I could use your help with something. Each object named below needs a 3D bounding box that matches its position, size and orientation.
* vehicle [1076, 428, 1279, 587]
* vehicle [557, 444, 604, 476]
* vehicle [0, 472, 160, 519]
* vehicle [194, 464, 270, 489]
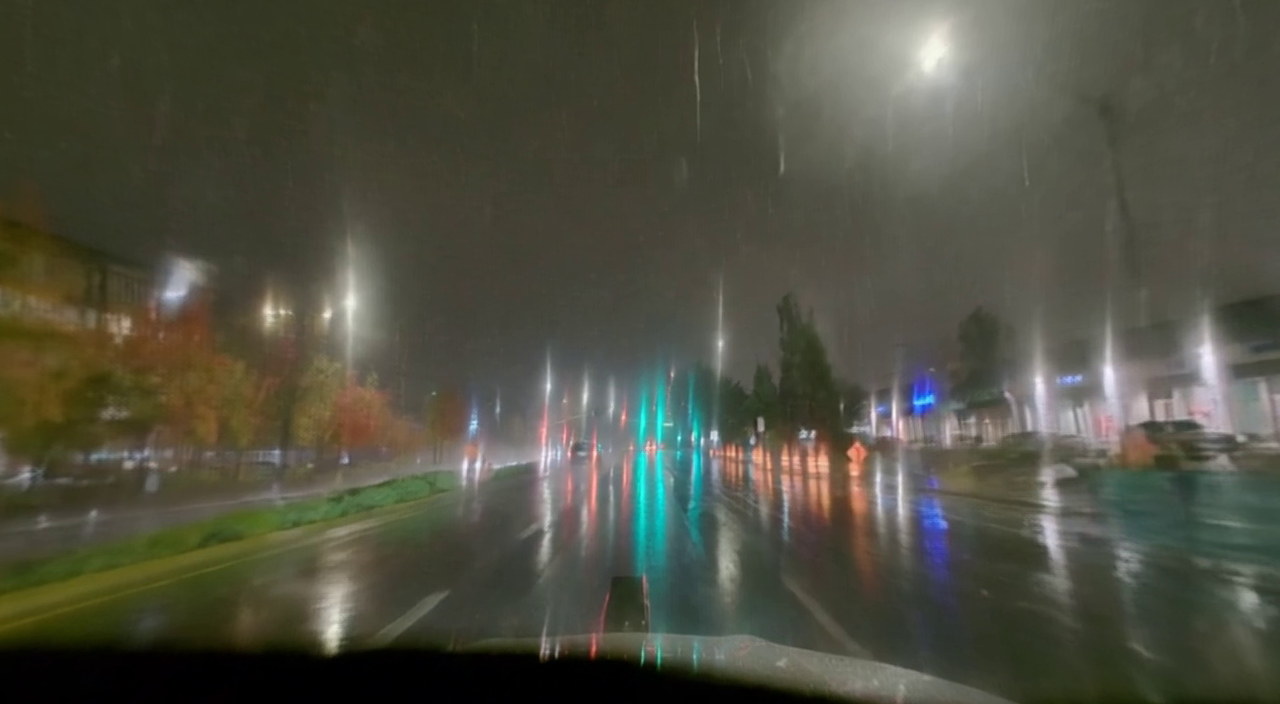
[{"bbox_3d":[6.963,1.510,6.294,1.953,1.479,4.524,0,-8,0],"label":"vehicle"},{"bbox_3d":[-2.879,5.314,31.328,1.926,1.442,4.231,0,-8,0],"label":"vehicle"},{"bbox_3d":[-22.094,5.620,25.168,1.955,1.447,4.911,0,-8,0],"label":"vehicle"},{"bbox_3d":[-29.992,9.142,46.396,4.492,1.450,1.833,3,-11,-42],"label":"vehicle"}]
